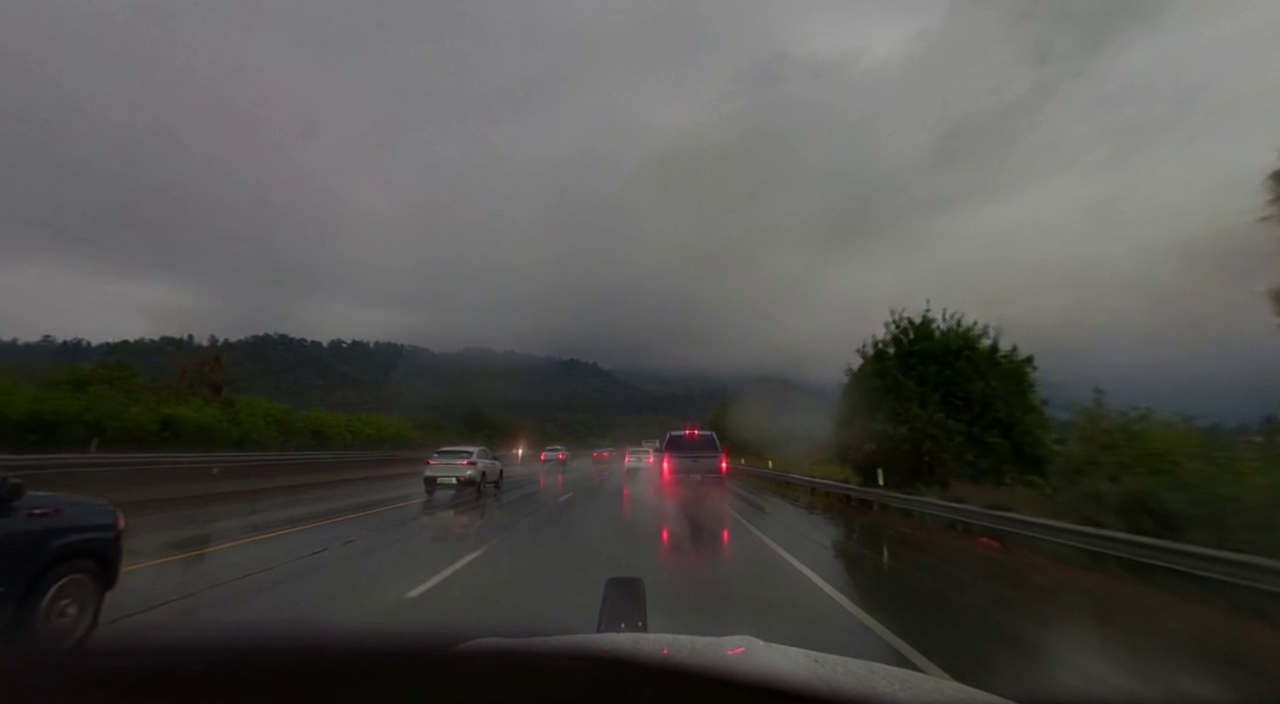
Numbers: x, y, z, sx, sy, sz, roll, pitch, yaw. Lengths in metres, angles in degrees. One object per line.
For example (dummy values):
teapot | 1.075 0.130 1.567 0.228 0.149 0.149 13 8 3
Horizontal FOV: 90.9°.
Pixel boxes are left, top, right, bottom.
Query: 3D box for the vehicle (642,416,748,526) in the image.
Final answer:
vehicle | 0.971 2.400 13.153 1.825 1.920 3.960 0 -9 0

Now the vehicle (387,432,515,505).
vehicle | -4.730 2.976 16.501 1.934 1.642 4.201 0 -9 2

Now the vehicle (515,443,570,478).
vehicle | -4.470 5.029 29.408 1.867 1.489 3.829 0 -9 1

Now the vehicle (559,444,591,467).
vehicle | -4.548 7.362 44.798 1.855 1.527 4.209 0 -9 0

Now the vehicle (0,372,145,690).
vehicle | -4.375 0.766 2.161 2.034 1.642 3.969 0 -9 1
